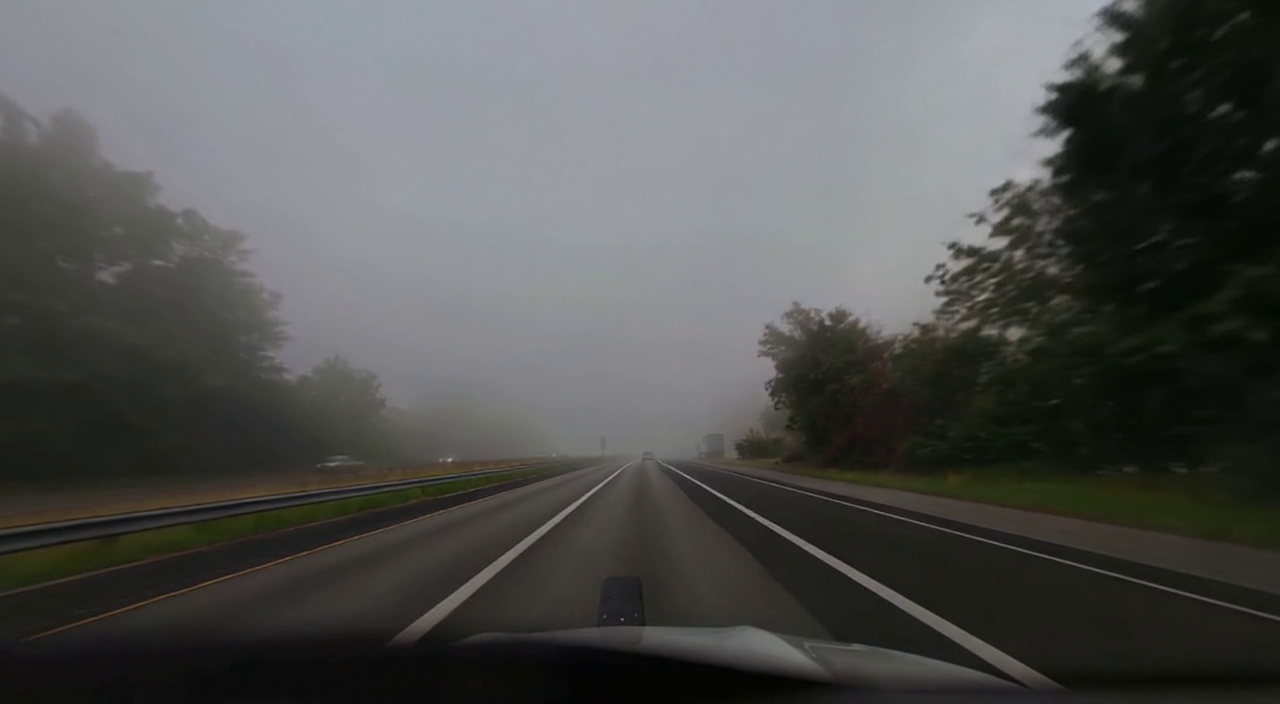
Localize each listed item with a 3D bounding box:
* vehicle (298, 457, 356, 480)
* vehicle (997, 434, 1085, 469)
[{"bbox_3d":[-23.825,8.873,48.147,1.961,1.576,4.648,0,-9,2],"label":"vehicle"},{"bbox_3d":[22.292,5.566,35.214,2.038,1.823,3.744,1,-9,-8],"label":"vehicle"}]
